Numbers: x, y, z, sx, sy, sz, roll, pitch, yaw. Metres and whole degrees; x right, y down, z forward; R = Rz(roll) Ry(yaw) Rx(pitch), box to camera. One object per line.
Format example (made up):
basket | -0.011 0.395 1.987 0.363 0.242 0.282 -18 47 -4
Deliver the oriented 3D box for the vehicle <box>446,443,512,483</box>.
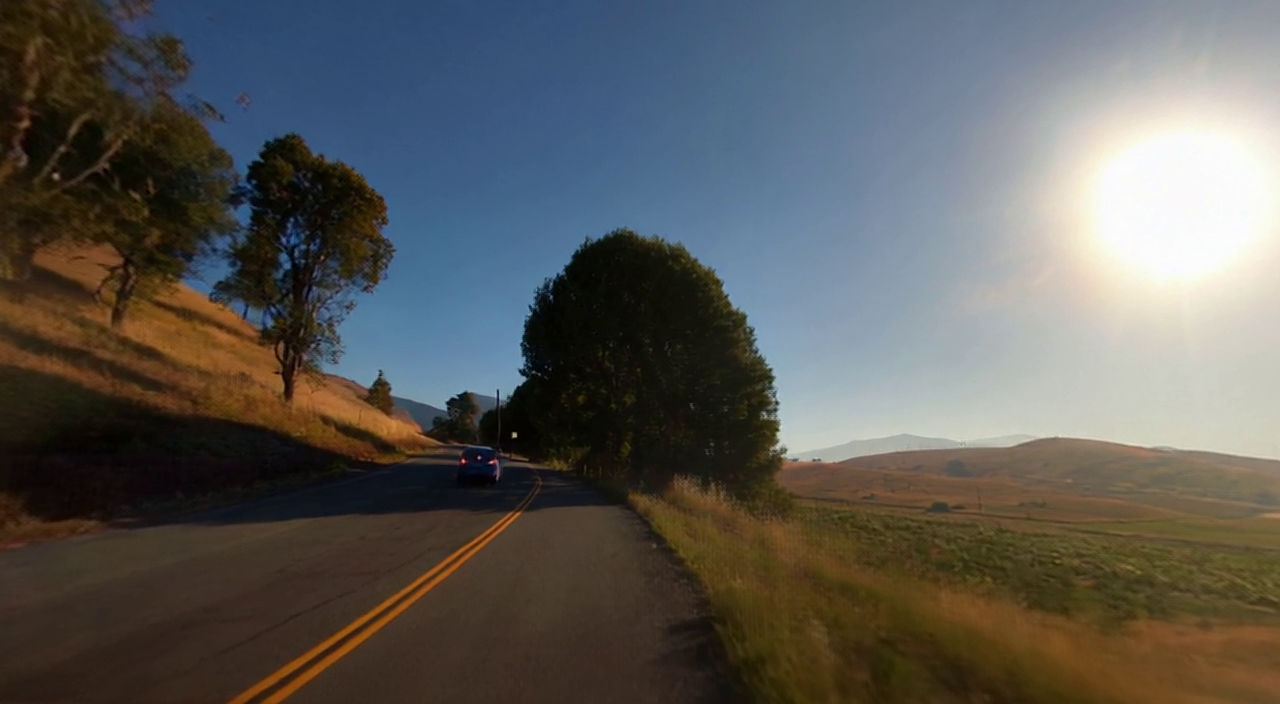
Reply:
vehicle | -6.517 4.512 26.059 2.042 1.483 4.288 1 -9 -7
